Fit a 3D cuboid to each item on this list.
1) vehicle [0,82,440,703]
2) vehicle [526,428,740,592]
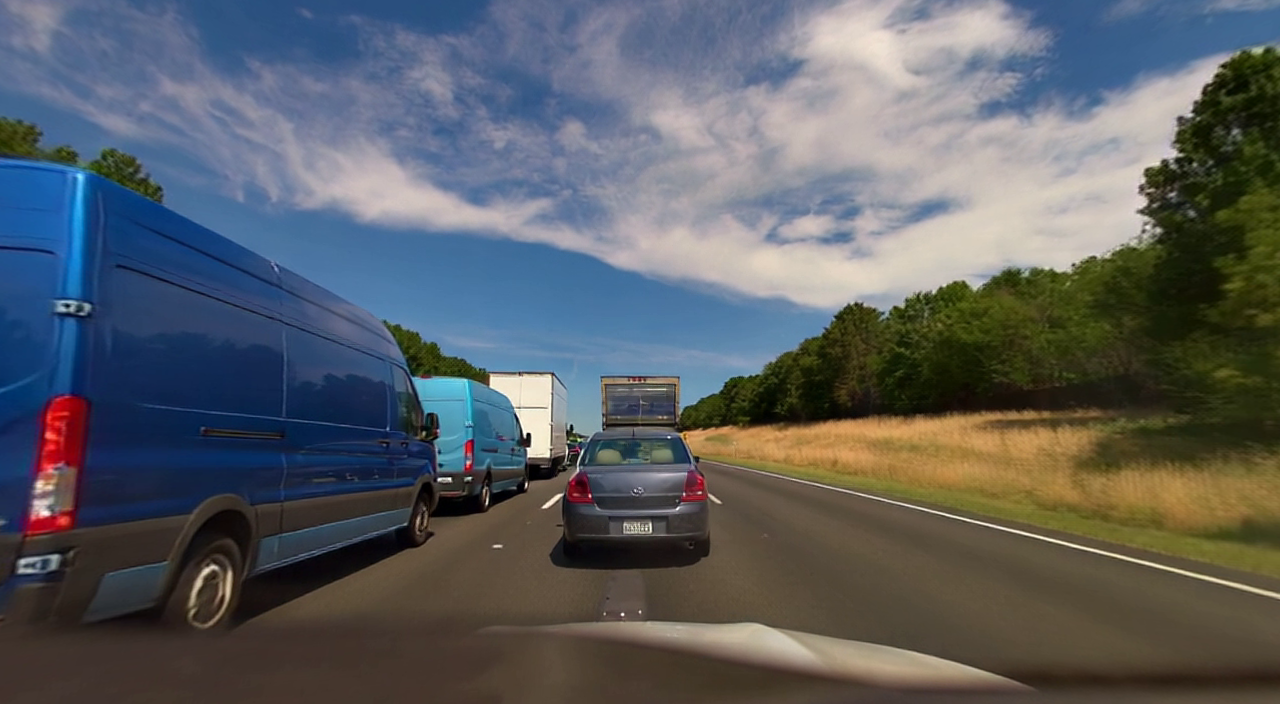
[{"bbox_3d":[-4.039,0.643,6.060,2.254,2.879,6.656,0,-9,-2],"label":"vehicle"},{"bbox_3d":[-0.096,1.741,7.660,1.995,1.495,3.380,0,-9,-1],"label":"vehicle"}]
